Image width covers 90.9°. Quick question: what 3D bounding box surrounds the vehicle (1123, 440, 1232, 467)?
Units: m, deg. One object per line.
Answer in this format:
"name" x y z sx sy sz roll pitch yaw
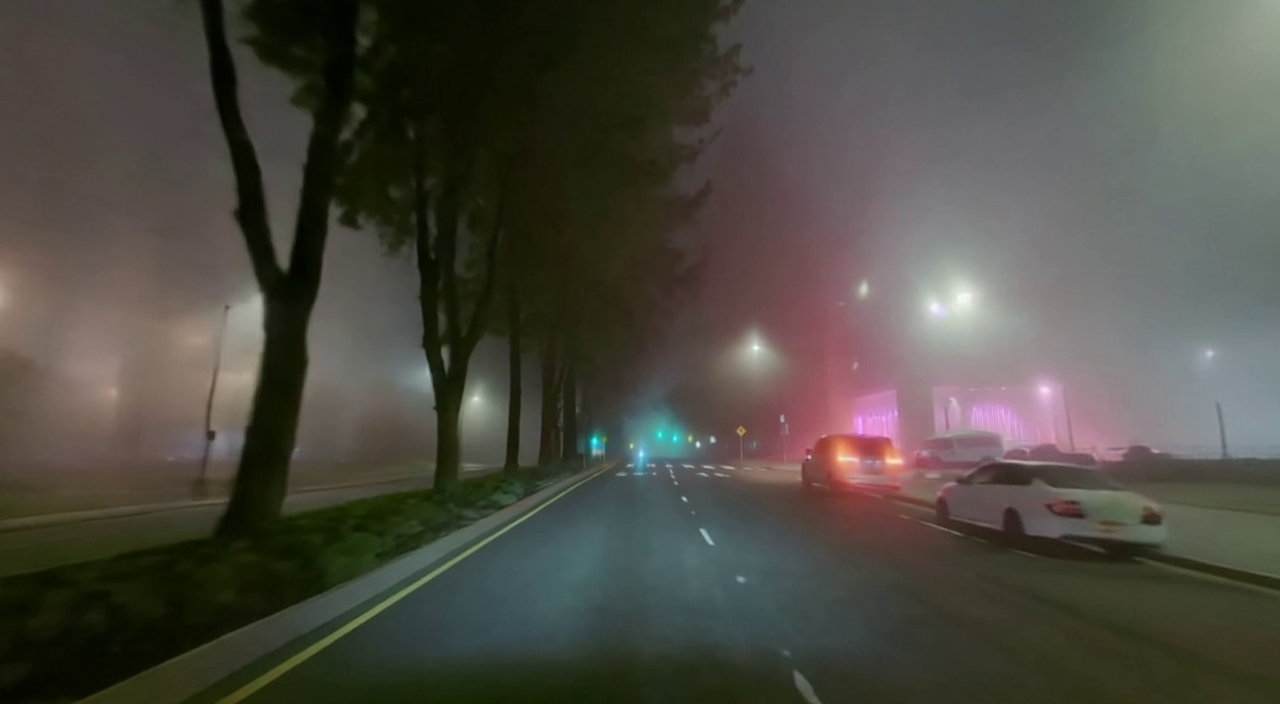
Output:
"vehicle" 30.362 5.741 35.691 4.373 1.489 1.908 0 -8 1

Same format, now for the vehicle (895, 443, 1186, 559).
"vehicle" 6.224 2.306 10.673 1.948 1.511 4.623 0 -8 1

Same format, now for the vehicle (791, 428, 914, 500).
"vehicle" 6.228 3.326 19.161 2.045 1.890 4.876 0 -8 0
